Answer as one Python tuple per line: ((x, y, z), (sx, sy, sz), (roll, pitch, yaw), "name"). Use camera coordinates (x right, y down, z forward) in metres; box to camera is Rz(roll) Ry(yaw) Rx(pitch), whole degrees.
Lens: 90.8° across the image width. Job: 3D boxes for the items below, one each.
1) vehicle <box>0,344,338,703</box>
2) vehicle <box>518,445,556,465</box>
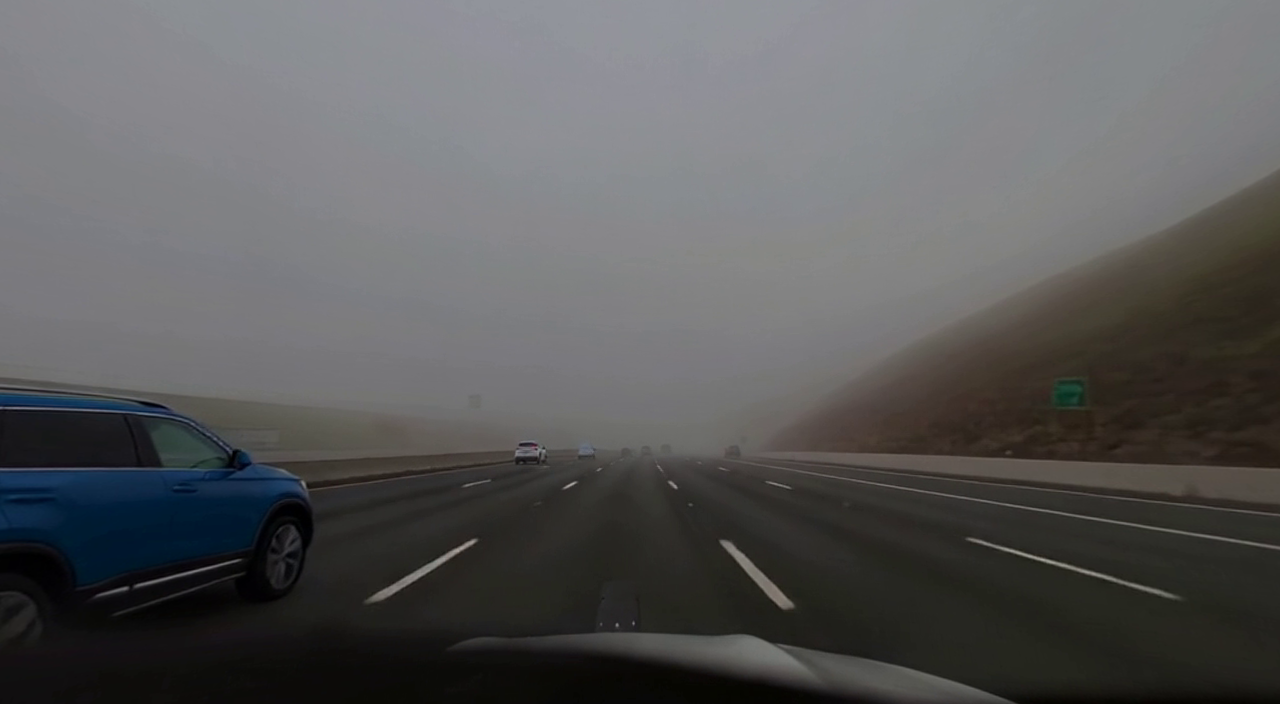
((-3.653, 0.912, 3.084), (2.047, 1.715, 4.689), (0, -9, -1), "vehicle")
((-7.737, 7.776, 47.847), (2.054, 1.474, 4.450), (0, -9, 1), "vehicle")
